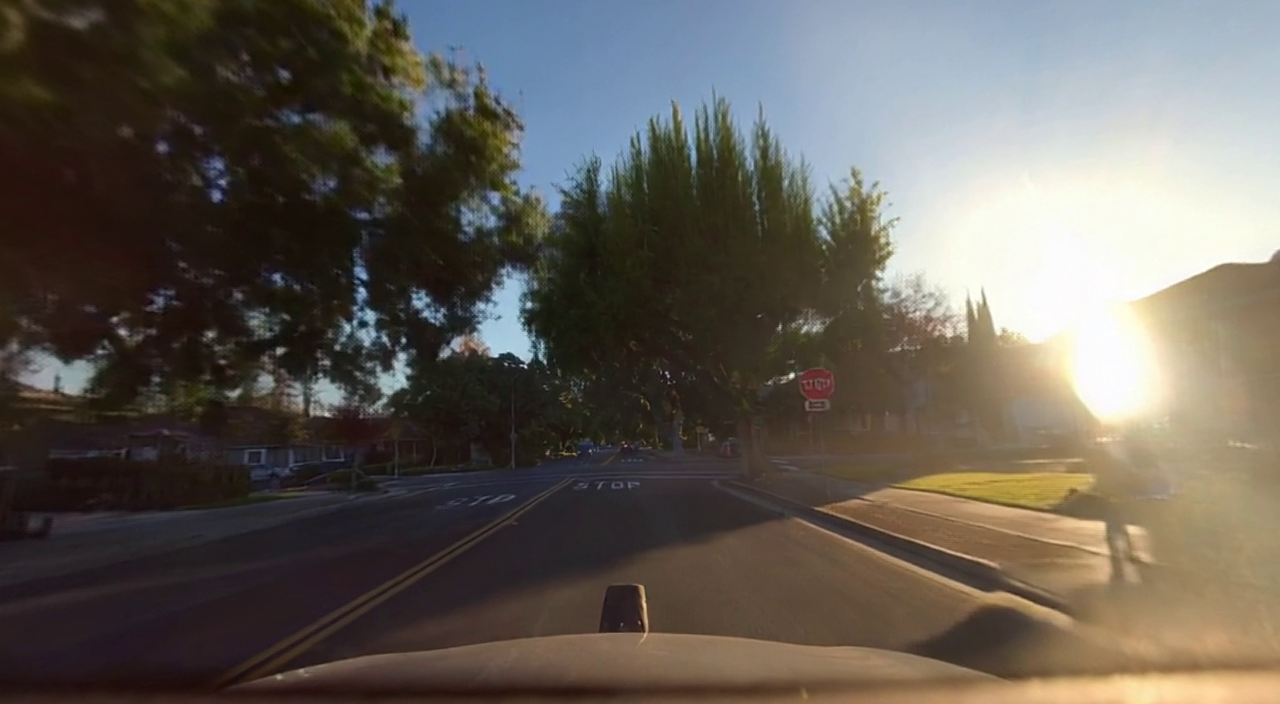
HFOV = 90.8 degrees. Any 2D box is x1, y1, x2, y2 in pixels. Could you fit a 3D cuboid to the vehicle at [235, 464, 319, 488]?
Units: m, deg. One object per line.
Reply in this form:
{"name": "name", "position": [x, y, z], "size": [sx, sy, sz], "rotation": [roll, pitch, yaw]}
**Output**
{"name": "vehicle", "position": [-24.259, 8.298, 42.326], "size": [4.380, 1.462, 1.864], "rotation": [0, -9, -1]}
